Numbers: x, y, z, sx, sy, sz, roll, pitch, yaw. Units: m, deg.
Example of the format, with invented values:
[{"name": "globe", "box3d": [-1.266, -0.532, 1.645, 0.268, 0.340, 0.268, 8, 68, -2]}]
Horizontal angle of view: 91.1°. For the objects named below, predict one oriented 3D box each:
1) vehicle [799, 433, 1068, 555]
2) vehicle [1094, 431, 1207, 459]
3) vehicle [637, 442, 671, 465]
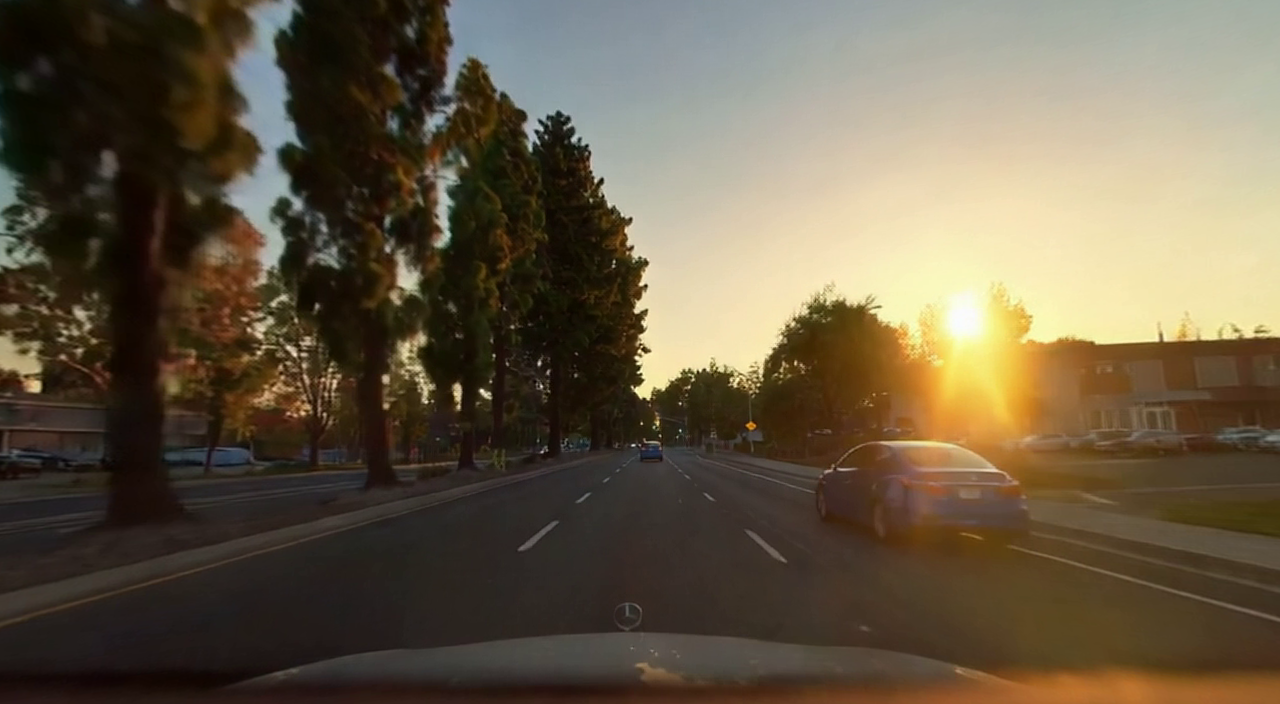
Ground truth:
[{"name": "vehicle", "box3d": [4.211, 2.099, 10.080, 2.053, 1.482, 4.568, 0, -9, -1]}, {"name": "vehicle", "box3d": [27.673, 5.063, 34.128, 4.440, 1.475, 1.906, 0, -9, 0]}, {"name": "vehicle", "box3d": [0.916, 6.806, 42.227, 2.144, 1.505, 4.128, 0, -9, 0]}]
